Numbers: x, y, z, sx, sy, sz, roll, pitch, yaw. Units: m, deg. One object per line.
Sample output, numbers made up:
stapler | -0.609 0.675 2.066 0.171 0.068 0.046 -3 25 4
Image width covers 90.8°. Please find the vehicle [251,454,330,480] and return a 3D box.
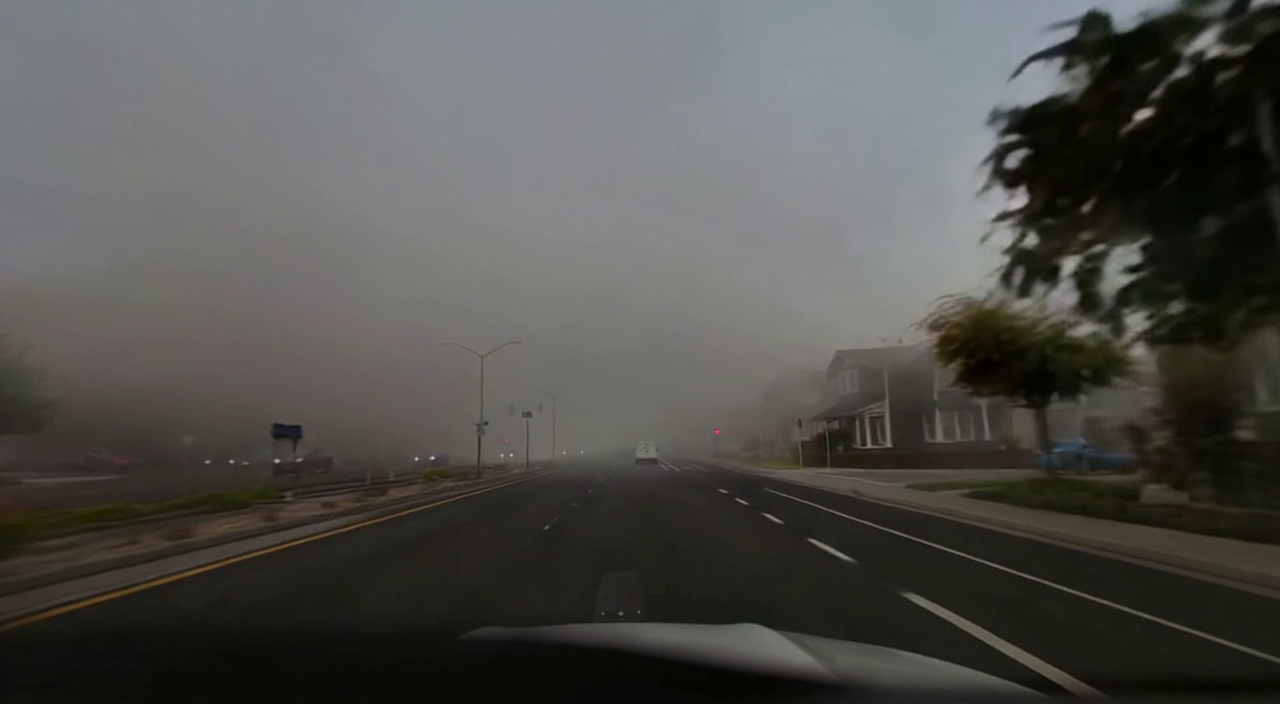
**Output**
vehicle | -19.794 6.509 36.001 1.966 1.341 4.442 0 -9 0
